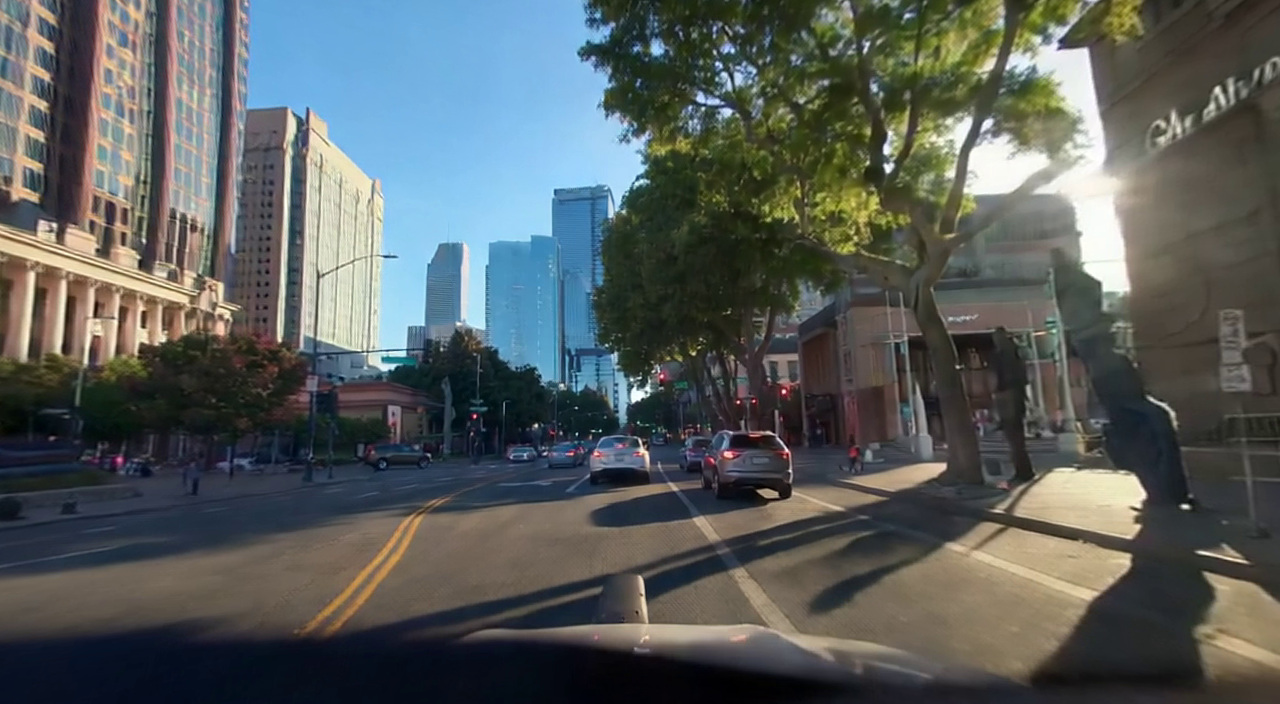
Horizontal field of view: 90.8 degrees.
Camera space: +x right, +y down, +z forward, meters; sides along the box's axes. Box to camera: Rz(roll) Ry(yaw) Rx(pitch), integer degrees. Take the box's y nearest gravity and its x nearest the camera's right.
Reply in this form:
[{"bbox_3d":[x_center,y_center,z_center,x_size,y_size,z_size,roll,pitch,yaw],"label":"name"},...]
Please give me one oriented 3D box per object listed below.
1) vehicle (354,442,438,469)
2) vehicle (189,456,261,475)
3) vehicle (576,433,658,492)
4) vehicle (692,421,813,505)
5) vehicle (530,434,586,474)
[{"bbox_3d":[-16.556,7.032,43.048,4.855,1.769,2.071,0,-9,-1],"label":"vehicle"},{"bbox_3d":[-32.392,8.830,49.363,4.392,1.427,1.764,0,-9,0],"label":"vehicle"},{"bbox_3d":[-0.597,3.123,18.206,2.096,1.492,4.071,0,-9,0],"label":"vehicle"},{"bbox_3d":[2.594,2.715,15.809,2.096,1.775,4.440,0,-9,-1],"label":"vehicle"},{"bbox_3d":[-3.591,4.598,28.694,2.045,1.633,4.864,0,-9,-2],"label":"vehicle"}]
